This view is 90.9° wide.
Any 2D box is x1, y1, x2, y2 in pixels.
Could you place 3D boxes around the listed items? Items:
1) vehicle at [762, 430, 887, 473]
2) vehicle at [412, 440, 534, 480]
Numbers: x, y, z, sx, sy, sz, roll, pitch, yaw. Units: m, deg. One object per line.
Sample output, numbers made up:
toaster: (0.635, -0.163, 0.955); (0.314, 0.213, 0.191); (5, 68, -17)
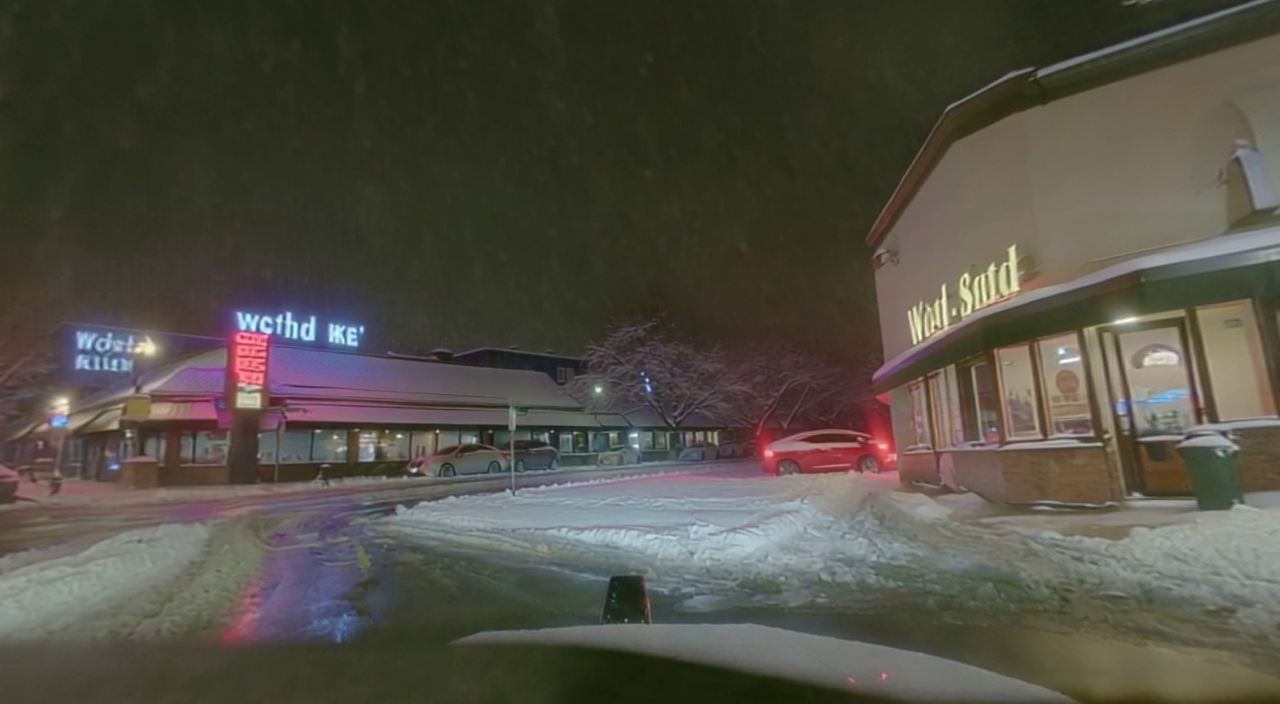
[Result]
vehicle: (7.745, 4.182, 26.505); (4.706, 1.663, 1.993); (-4, -10, 27)
vehicle: (-7.275, 4.716, 27.654); (4.814, 1.618, 1.869); (-2, -9, 12)
